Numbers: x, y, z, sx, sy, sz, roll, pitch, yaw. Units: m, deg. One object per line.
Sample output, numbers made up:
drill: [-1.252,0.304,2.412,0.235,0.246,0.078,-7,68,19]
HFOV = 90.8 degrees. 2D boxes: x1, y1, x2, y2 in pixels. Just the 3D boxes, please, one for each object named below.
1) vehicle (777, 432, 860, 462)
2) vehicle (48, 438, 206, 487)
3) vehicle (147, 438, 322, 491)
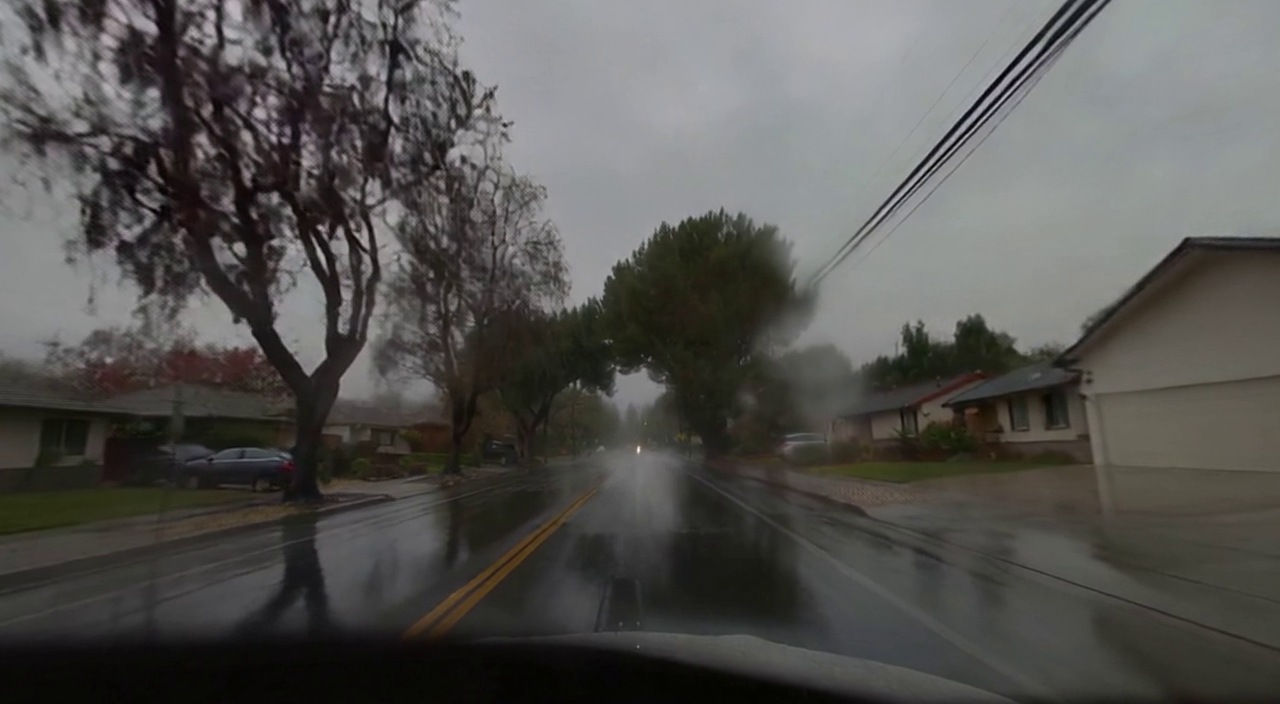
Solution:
vehicle: [10.727,5.751,38.223,4.449,1.765,1.917,-1,-9,4]
vehicle: [-19.615,4.218,24.385,4.455,1.707,1.939,6,-11,-38]
vehicle: [-13.741,3.815,21.629,4.587,1.722,1.906,0,-9,-1]
